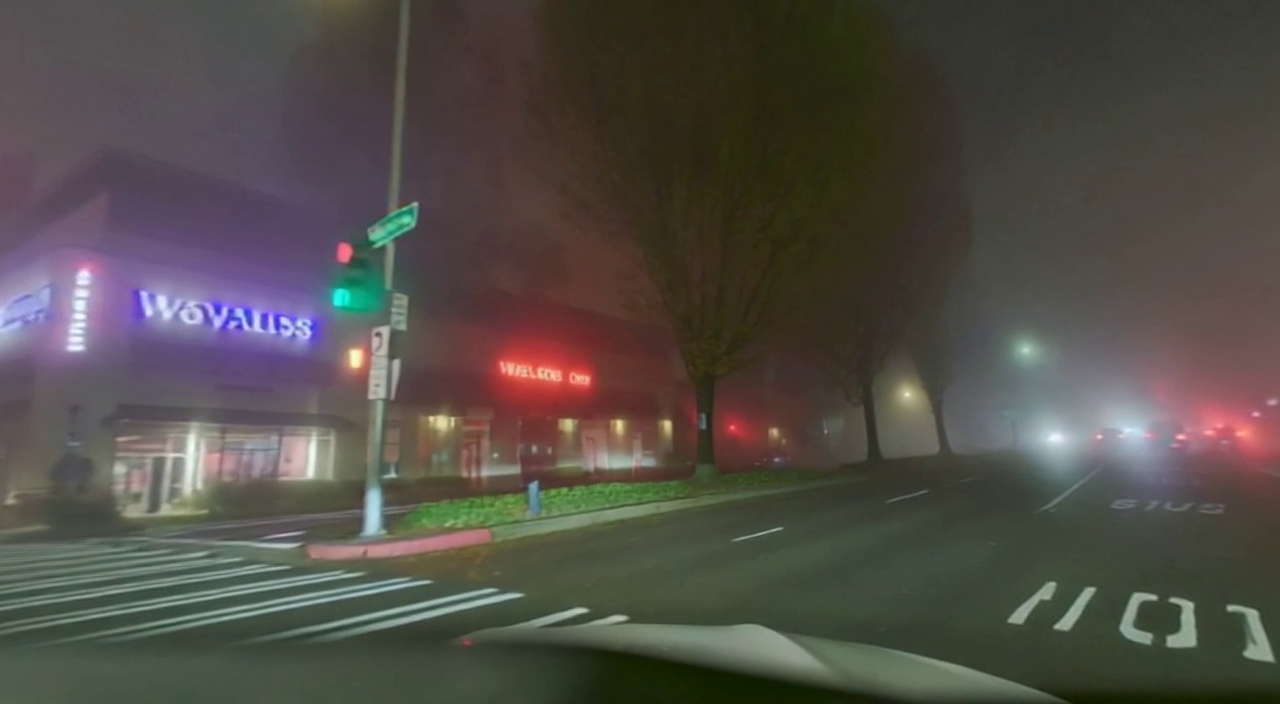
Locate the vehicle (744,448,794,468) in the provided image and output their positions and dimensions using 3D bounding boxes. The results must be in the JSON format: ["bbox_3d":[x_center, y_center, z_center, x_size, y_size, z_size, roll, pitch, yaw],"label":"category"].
[{"bbox_3d":[10.063,8.204,49.146,1.840,1.440,4.442,-8,-11,40],"label":"vehicle"}]

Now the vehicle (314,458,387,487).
[{"bbox_3d":[-15.887,6.589,34.641,3.994,1.471,1.956,-8,-13,38],"label":"vehicle"}]
